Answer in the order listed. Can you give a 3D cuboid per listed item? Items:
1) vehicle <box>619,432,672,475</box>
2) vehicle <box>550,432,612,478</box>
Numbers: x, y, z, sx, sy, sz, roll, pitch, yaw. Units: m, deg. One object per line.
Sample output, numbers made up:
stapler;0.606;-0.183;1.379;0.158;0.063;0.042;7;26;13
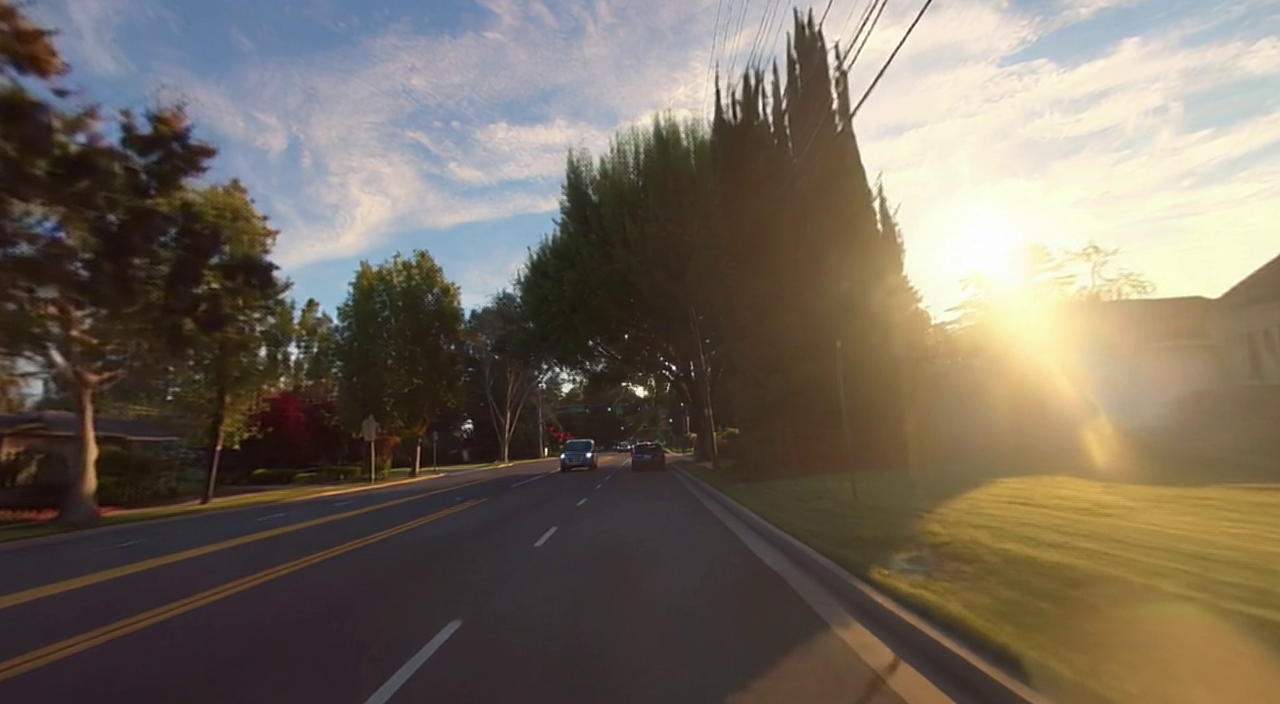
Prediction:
vehicle;0.224;4.389;27.335;2.120;1.718;3.909;0;-9;0
vehicle;-2.426;4.403;27.043;2.157;1.765;4.303;-1;-9;2
